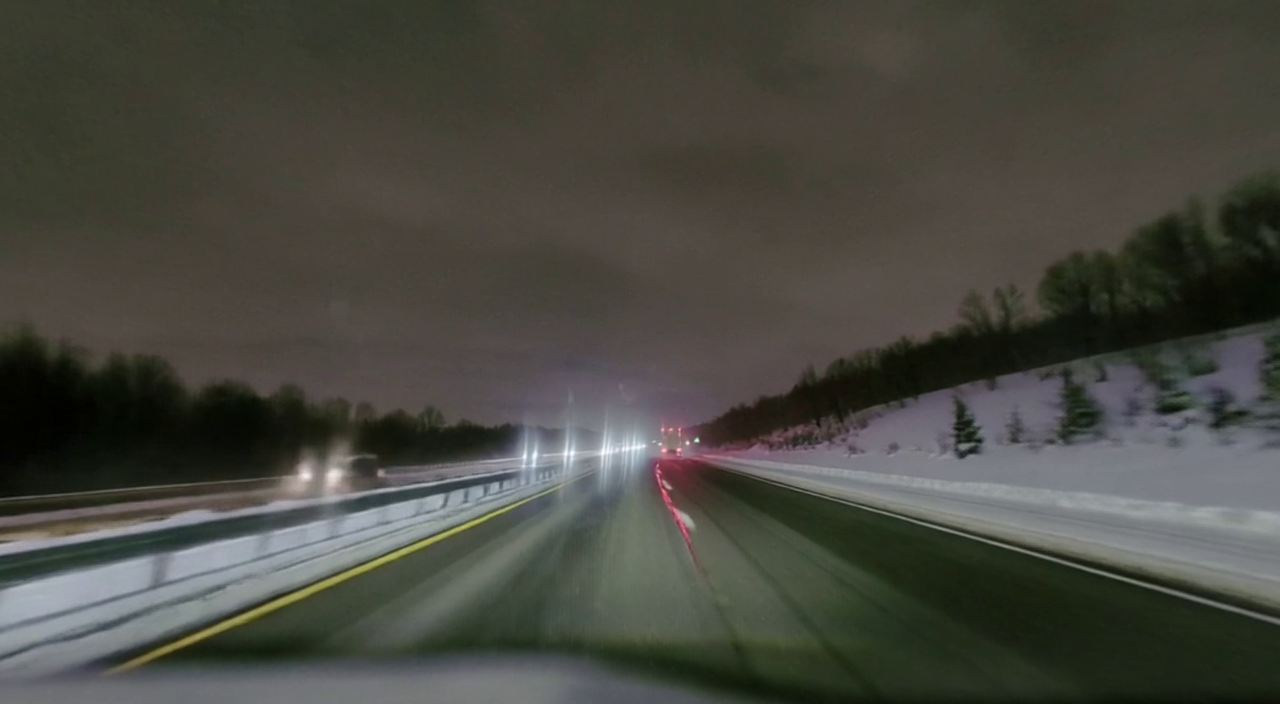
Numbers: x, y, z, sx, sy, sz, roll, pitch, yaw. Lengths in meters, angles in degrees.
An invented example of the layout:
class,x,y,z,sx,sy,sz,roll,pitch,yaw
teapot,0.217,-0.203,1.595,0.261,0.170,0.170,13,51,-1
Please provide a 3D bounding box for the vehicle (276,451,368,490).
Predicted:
class,x,y,z,sx,sy,sz,roll,pitch,yaw
vehicle,-14.267,5.307,28.433,1.885,1.580,4.215,-1,-9,1
